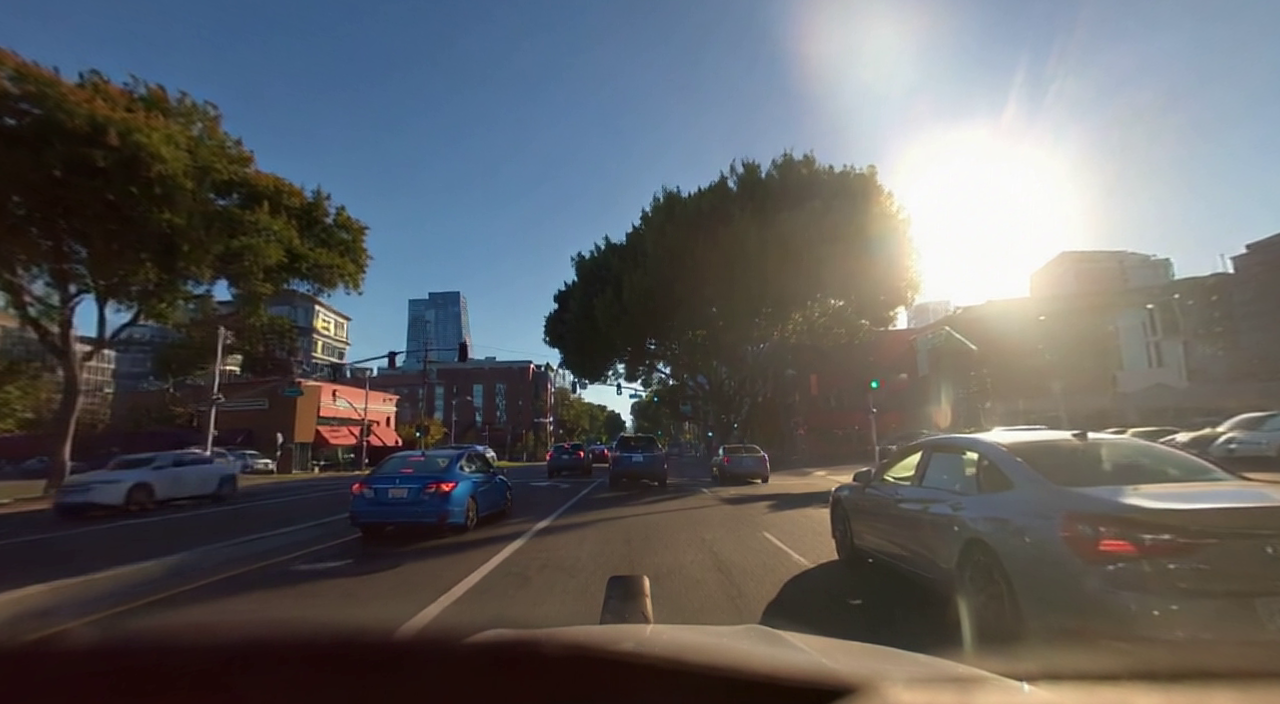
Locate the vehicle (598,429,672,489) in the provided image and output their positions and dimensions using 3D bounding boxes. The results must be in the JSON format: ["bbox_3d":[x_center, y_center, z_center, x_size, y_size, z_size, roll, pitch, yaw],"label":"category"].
[{"bbox_3d":[-0.163,3.746,22.462,2.361,1.898,4.465,0,-8,0],"label":"vehicle"}]

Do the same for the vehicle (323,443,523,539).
[{"bbox_3d":[-3.529,2.314,11.173,2.115,1.369,3.908,0,-8,0],"label":"vehicle"}]

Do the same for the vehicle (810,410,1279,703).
[{"bbox_3d":[3.003,1.308,4.961,2.052,1.475,4.540,0,-8,0],"label":"vehicle"}]

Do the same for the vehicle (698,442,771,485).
[{"bbox_3d":[3.492,4.189,24.151,2.058,1.472,4.317,0,-8,-1],"label":"vehicle"}]

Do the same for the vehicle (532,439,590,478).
[{"bbox_3d":[-3.570,4.863,29.099,2.130,1.645,3.995,0,-8,0],"label":"vehicle"}]

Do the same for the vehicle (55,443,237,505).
[{"bbox_3d":[-16.189,3.980,21.103,2.205,1.795,4.757,0,-8,0],"label":"vehicle"}]

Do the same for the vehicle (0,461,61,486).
[{"bbox_3d":[-40.512,7.909,41.159,4.552,1.492,1.882,-3,-8,19],"label":"vehicle"}]
